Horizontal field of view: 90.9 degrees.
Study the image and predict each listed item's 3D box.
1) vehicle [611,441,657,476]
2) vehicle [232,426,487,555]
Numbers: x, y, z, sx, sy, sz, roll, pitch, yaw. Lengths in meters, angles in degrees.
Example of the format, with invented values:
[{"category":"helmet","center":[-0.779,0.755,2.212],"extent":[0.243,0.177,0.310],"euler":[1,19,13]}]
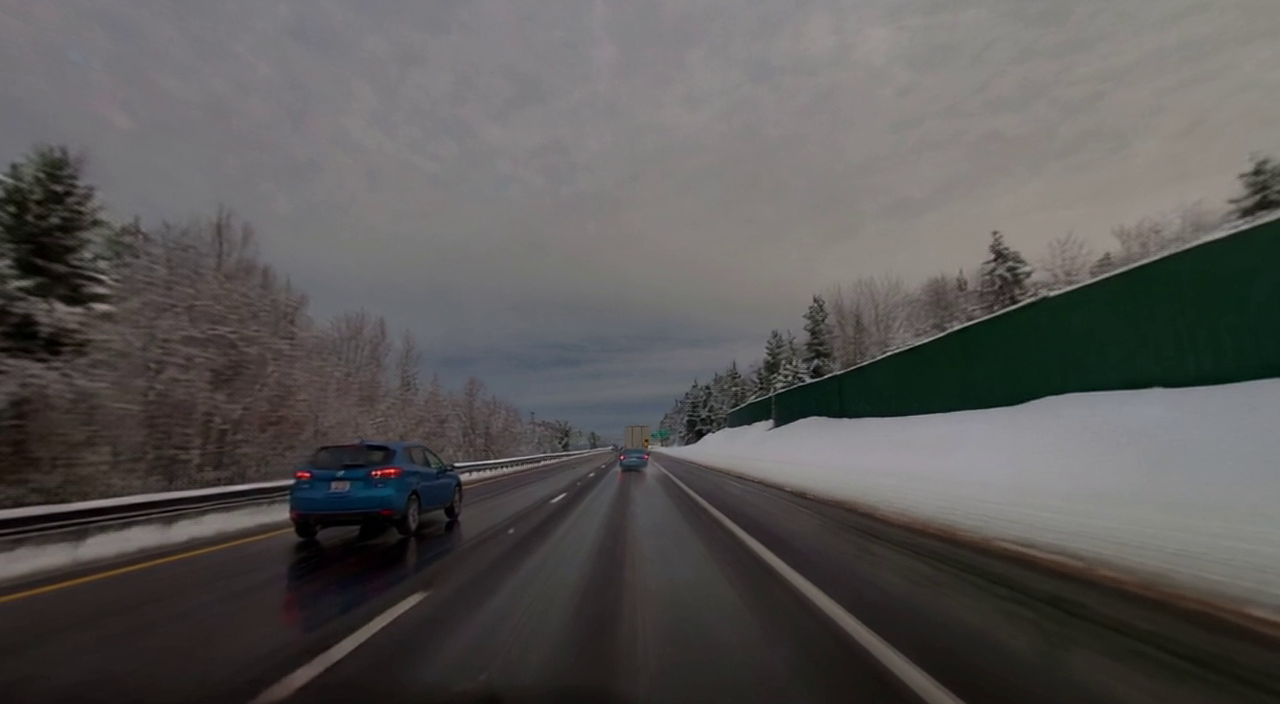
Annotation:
[{"category":"vehicle","center":[-0.293,5.024,30.010],"extent":[2.057,1.516,4.065],"euler":[0,-8,-1]},{"category":"vehicle","center":[-3.907,1.988,9.753],"extent":[2.054,1.536,4.128],"euler":[0,-8,0]}]
